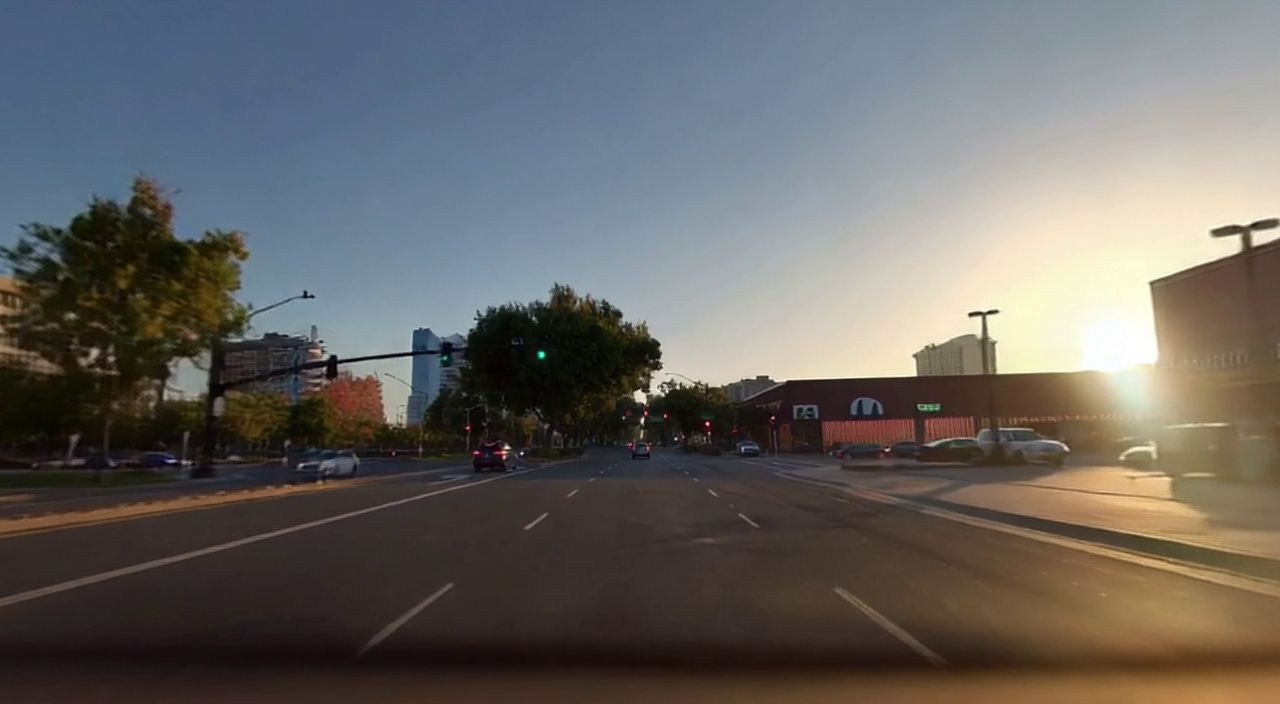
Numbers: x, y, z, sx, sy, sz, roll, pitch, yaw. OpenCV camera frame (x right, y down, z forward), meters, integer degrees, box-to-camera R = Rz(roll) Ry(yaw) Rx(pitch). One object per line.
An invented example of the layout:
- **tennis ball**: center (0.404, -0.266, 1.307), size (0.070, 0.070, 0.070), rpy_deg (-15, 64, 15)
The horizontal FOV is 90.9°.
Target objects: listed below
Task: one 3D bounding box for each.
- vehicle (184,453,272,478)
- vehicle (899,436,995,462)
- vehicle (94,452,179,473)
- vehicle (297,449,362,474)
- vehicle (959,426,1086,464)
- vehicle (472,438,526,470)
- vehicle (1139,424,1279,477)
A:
- **vehicle**: center (-27.219, 7.472, 41.672), size (4.805, 1.537, 1.936), rpy_deg (-2, -9, 11)
- **vehicle**: center (16.853, 5.337, 34.824), size (1.796, 1.351, 4.358), rpy_deg (6, -10, -36)
- **vehicle**: center (-36.883, 8.117, 46.234), size (4.461, 1.443, 1.901), rpy_deg (0, -9, -3)
- **vehicle**: center (-20.144, 7.129, 41.157), size (1.942, 1.483, 4.597), rpy_deg (0, -8, 0)
- **vehicle**: center (17.442, 4.267, 28.910), size (4.498, 1.671, 1.887), rpy_deg (-1, -8, 3)
- **vehicle**: center (-7.865, 5.710, 35.588), size (2.231, 1.650, 5.052), rpy_deg (0, -8, -4)
- **vehicle**: center (17.804, 2.877, 18.532), size (4.571, 1.466, 1.934), rpy_deg (0, -8, -1)
